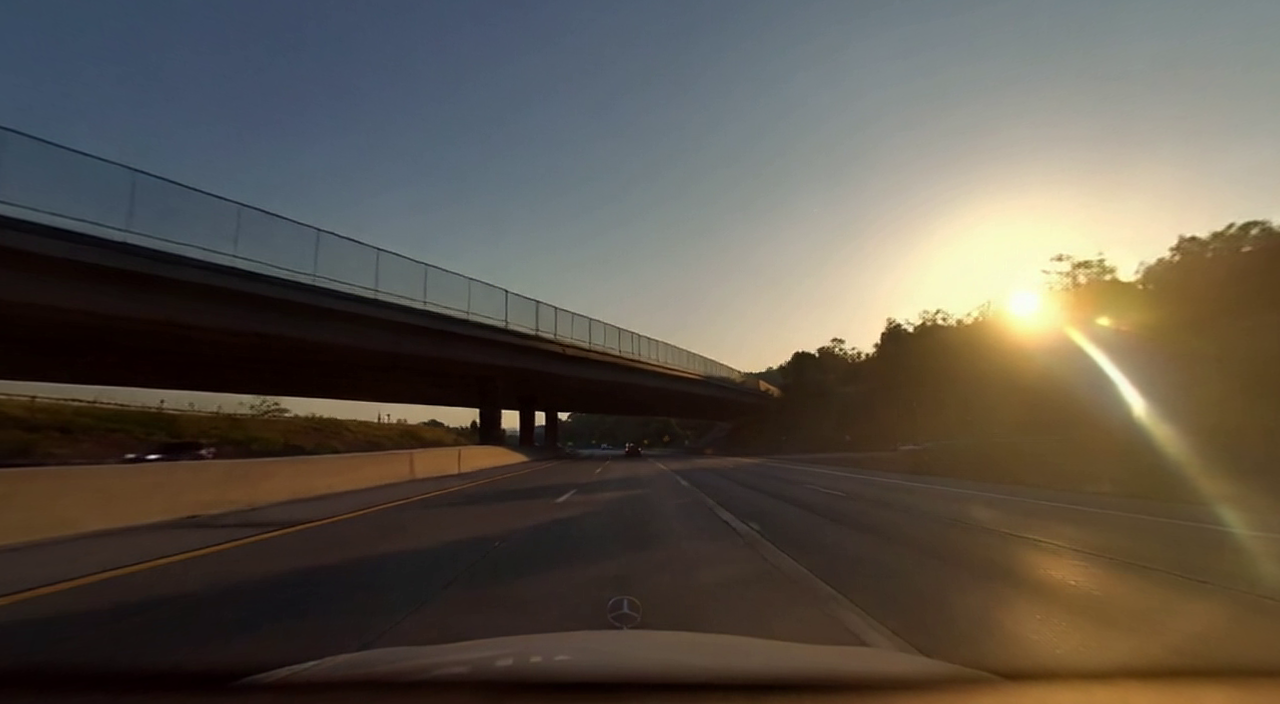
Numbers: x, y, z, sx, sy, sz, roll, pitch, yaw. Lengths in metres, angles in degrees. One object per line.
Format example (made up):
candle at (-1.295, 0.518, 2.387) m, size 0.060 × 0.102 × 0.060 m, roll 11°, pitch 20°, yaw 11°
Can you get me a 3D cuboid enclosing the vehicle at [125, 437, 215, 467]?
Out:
vehicle at (-29.344, 6.253, 39.420) m, size 1.985 × 1.683 × 4.834 m, roll 0°, pitch -8°, yaw -1°
